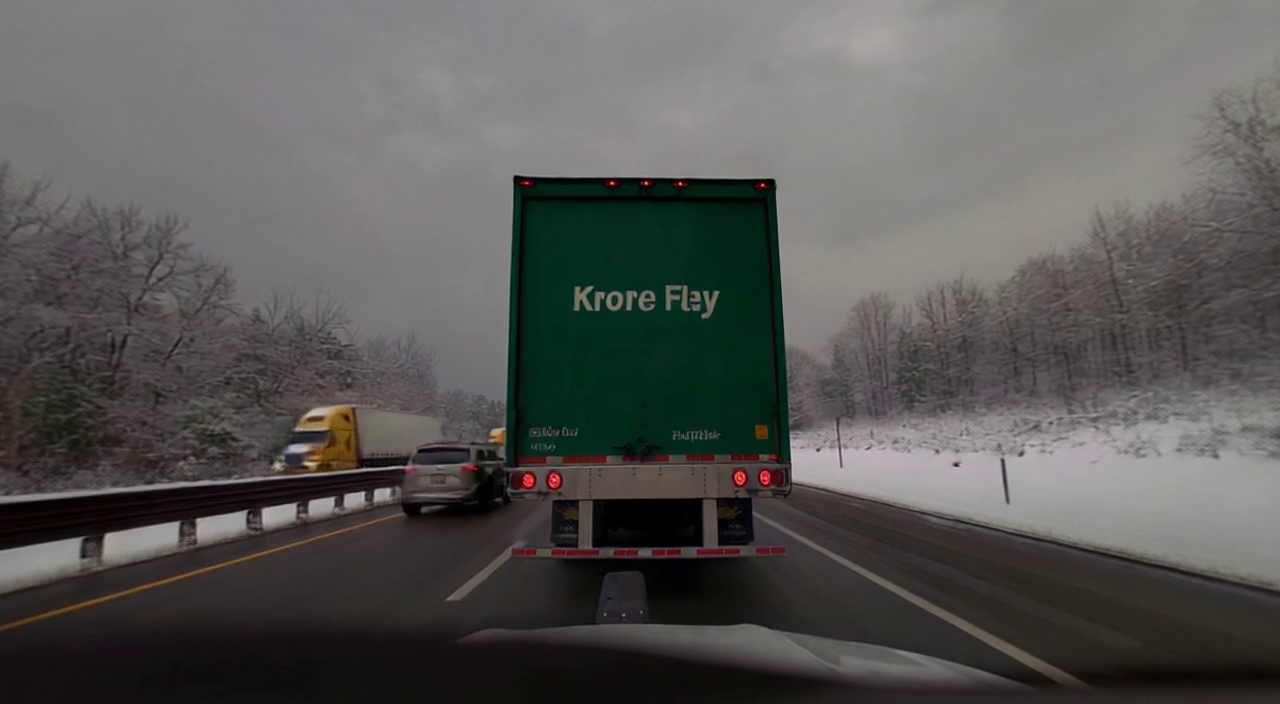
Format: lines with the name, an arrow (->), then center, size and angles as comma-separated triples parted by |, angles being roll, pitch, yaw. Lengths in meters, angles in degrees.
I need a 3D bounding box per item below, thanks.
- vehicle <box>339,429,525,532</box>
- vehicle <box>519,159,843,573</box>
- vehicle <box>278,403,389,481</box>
vehicle -> -3.694, 2.373, 12.152 | 2.095, 1.600, 4.247 | 0, -9, 0
vehicle -> 0.314, 1.161, 13.730 | 3.230, 4.377, 14.405 | 0, -9, -1
vehicle -> -16.848, 5.055, 35.243 | 3.034, 3.940, 5.969 | 0, -9, 0
